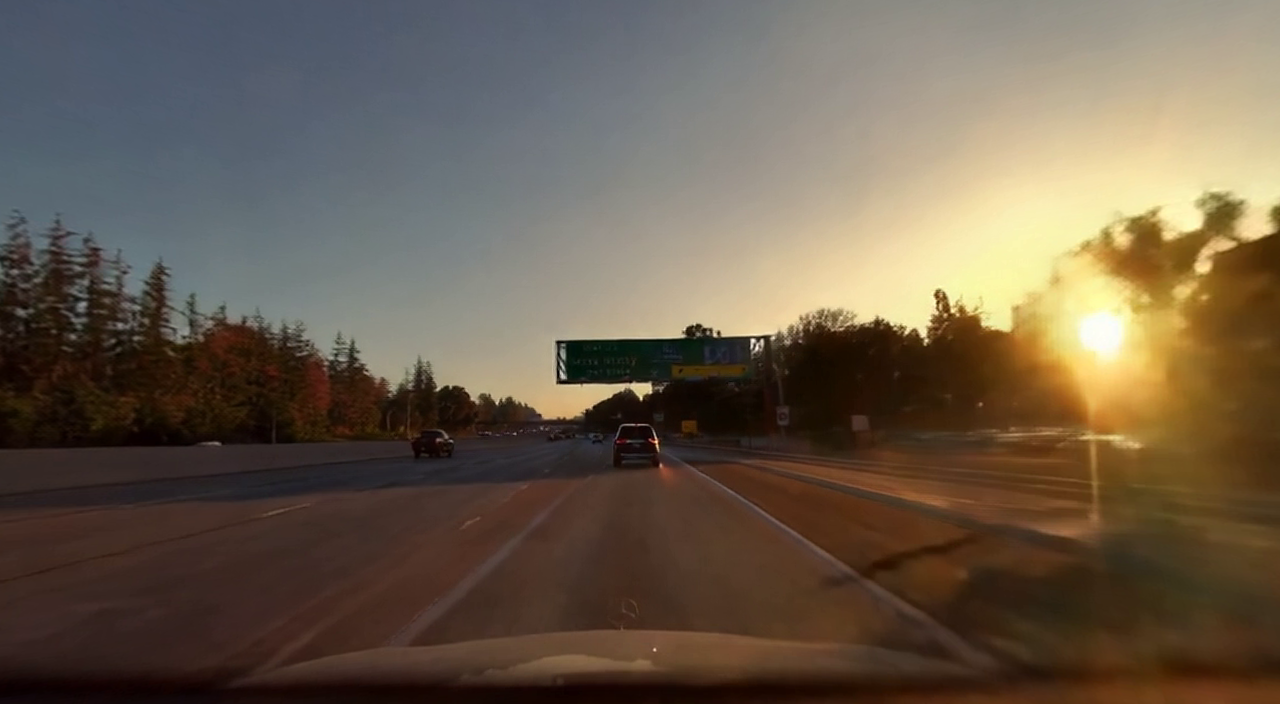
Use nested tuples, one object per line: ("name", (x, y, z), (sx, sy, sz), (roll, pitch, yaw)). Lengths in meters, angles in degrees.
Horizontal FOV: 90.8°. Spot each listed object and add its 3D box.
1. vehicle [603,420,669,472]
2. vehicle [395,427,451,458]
("vehicle", (-0.184, 4.005, 27.017), (2.497, 1.957, 5.432), (0, -8, -1))
("vehicle", (-14.760, 6.233, 43.334), (2.289, 1.955, 5.147), (0, -8, -4))
